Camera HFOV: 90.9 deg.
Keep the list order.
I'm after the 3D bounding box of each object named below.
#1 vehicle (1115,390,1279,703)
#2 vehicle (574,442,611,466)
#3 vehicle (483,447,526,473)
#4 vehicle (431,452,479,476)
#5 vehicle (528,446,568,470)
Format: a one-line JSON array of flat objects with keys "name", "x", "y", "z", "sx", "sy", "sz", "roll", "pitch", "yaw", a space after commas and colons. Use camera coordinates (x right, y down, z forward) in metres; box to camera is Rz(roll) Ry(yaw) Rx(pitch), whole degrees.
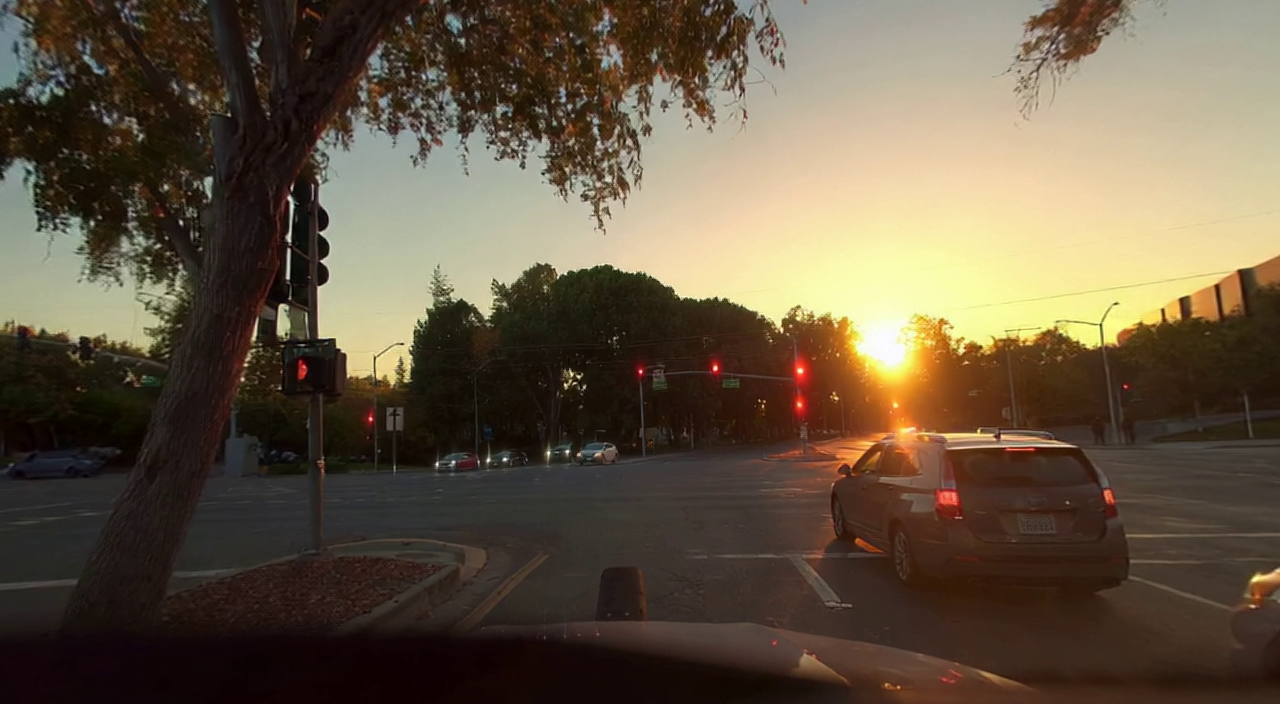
[{"name": "vehicle", "x": 3.057, "y": 0.618, "z": 0.434, "sx": 1.978, "sy": 1.468, "sz": 4.544, "roll": 0, "pitch": -9, "yaw": 1}, {"name": "vehicle", "x": -3.515, "y": 7.723, "z": 47.734, "sx": 2.215, "sy": 1.732, "sz": 4.684, "roll": -1, "pitch": -9, "yaw": 3}, {"name": "vehicle", "x": -9.805, "y": 7.836, "z": 45.941, "sx": 2.064, "sy": 1.725, "sz": 4.243, "roll": 0, "pitch": -9, "yaw": 1}, {"name": "vehicle", "x": -13.417, "y": 8.114, "z": 45.987, "sx": 2.101, "sy": 1.637, "sz": 4.304, "roll": 0, "pitch": -9, "yaw": 1}, {"name": "vehicle", "x": -6.572, "y": 7.604, "z": 45.495, "sx": 2.126, "sy": 1.657, "sz": 4.307, "roll": 0, "pitch": -9, "yaw": 2}]
